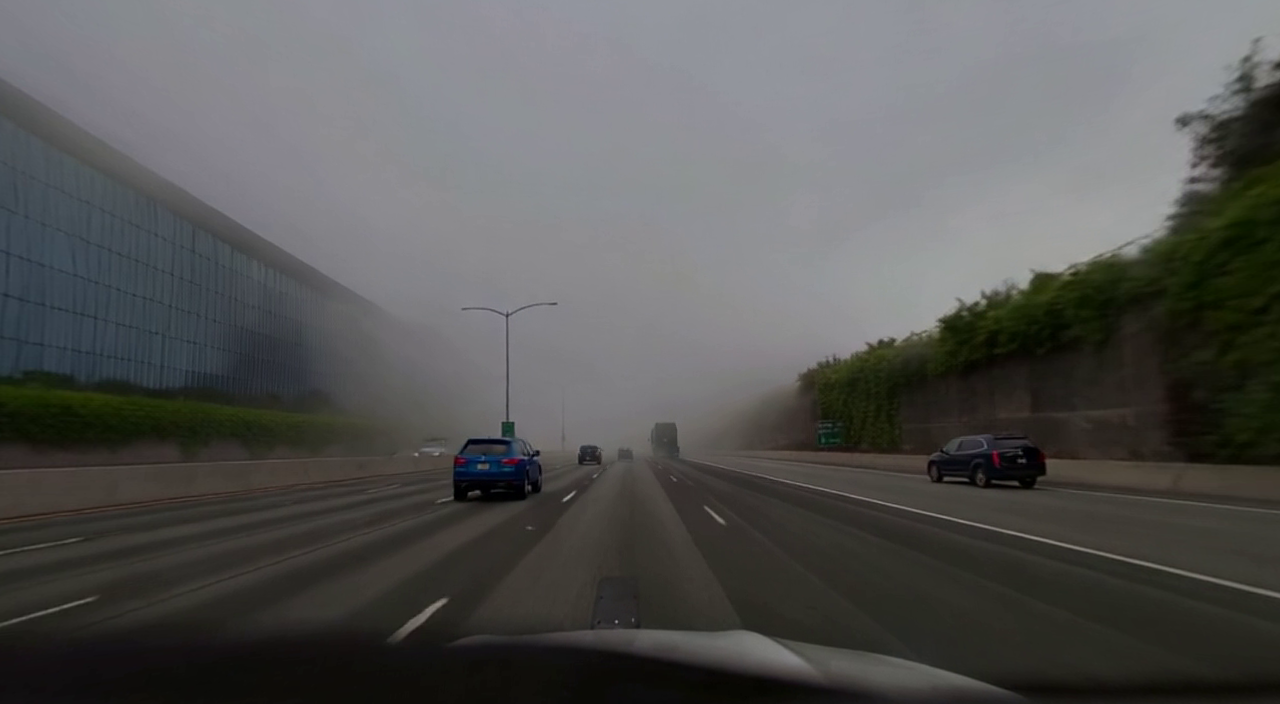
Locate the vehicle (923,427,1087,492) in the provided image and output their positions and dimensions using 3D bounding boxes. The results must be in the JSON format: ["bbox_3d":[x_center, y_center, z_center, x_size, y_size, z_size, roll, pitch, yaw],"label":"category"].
[{"bbox_3d":[11.347,3.412,20.234,2.089,1.787,5.080,0,-9,-2],"label":"vehicle"}]

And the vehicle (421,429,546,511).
[{"bbox_3d":[-3.628,2.822,15.530,2.039,1.710,4.237,0,-9,-1],"label":"vehicle"}]
